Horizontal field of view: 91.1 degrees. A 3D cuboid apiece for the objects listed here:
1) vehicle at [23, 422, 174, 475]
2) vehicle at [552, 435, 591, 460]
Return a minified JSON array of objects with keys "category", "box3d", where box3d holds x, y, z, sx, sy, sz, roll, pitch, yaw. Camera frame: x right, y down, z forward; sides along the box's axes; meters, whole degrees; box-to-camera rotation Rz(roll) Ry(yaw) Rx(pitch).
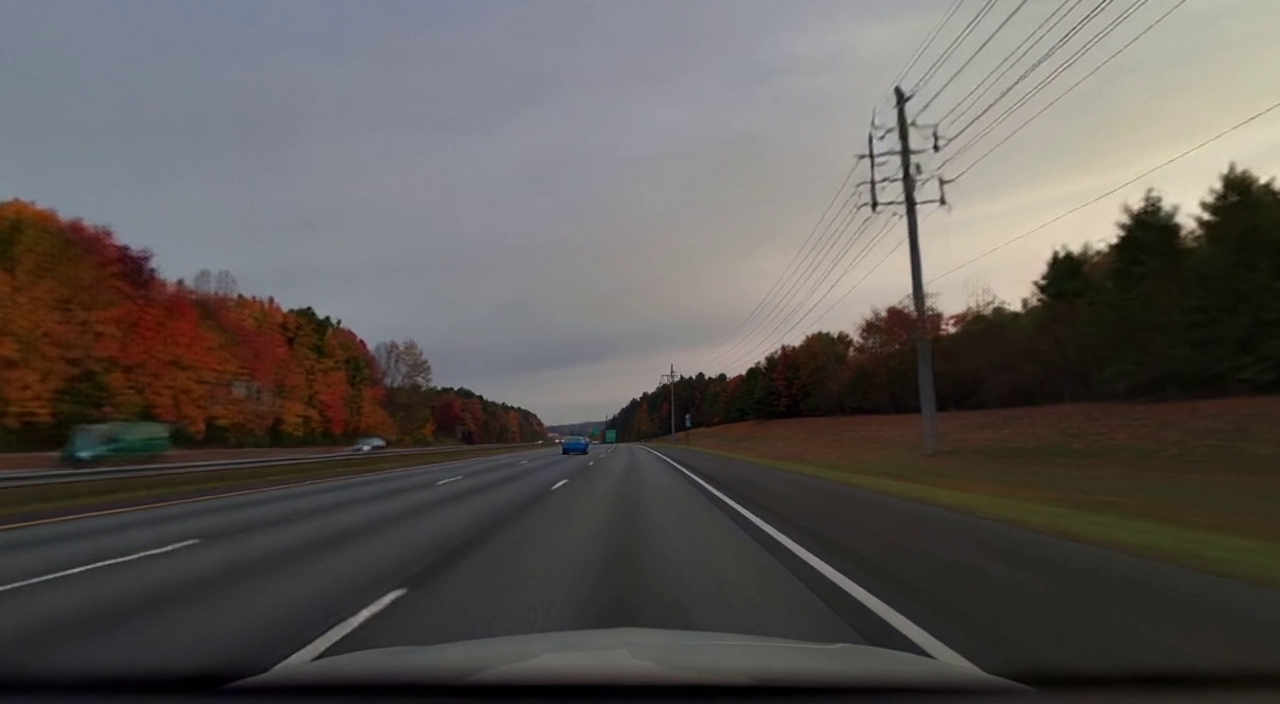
[{"category":"vehicle","box3d":[-24.686,4.403,29.047,2.195,2.215,5.366,0,-8,-1]},{"category":"vehicle","box3d":[-4.180,5.877,38.960,2.025,1.475,4.379,0,-8,-2]}]
